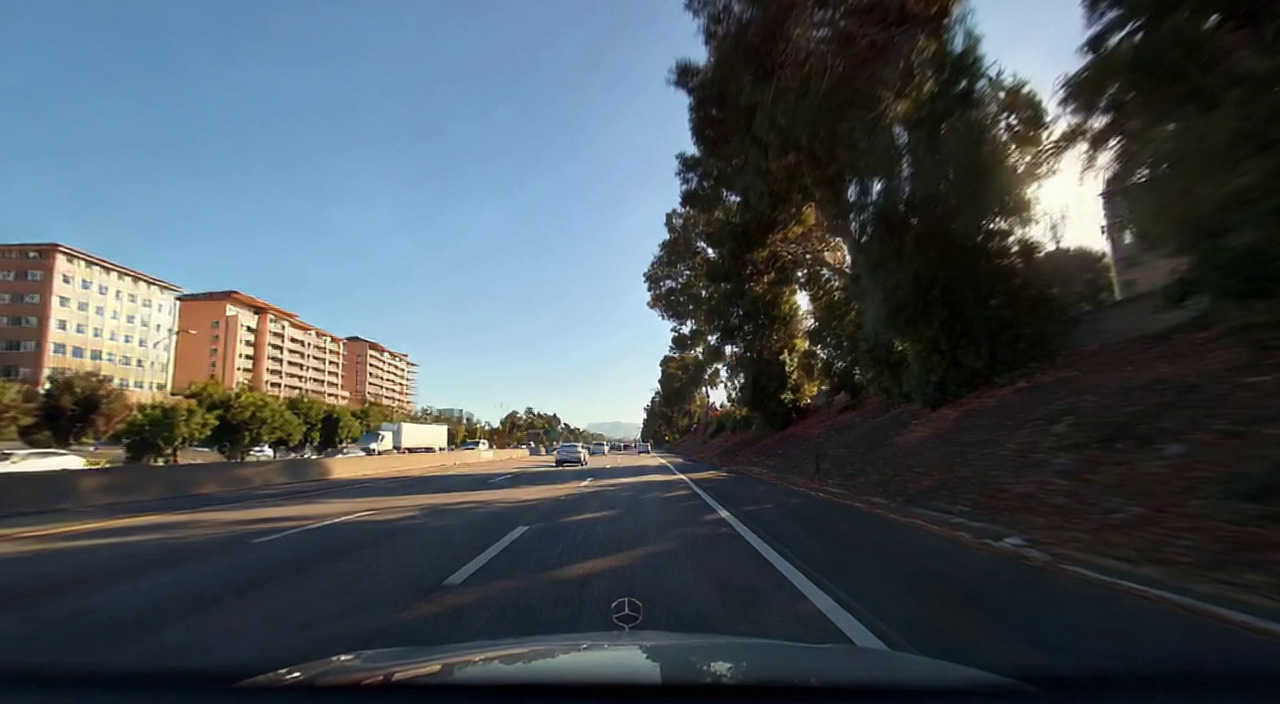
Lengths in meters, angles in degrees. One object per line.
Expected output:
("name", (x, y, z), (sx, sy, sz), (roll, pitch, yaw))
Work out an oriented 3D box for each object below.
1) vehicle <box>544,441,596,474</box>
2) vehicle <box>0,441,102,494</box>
("vehicle", (-3.247, 4.973, 29.970), (1.926, 1.464, 4.186), (0, -8, 1))
("vehicle", (-23.373, 4.265, 23.528), (2.153, 1.818, 4.831), (0, -8, 2))
